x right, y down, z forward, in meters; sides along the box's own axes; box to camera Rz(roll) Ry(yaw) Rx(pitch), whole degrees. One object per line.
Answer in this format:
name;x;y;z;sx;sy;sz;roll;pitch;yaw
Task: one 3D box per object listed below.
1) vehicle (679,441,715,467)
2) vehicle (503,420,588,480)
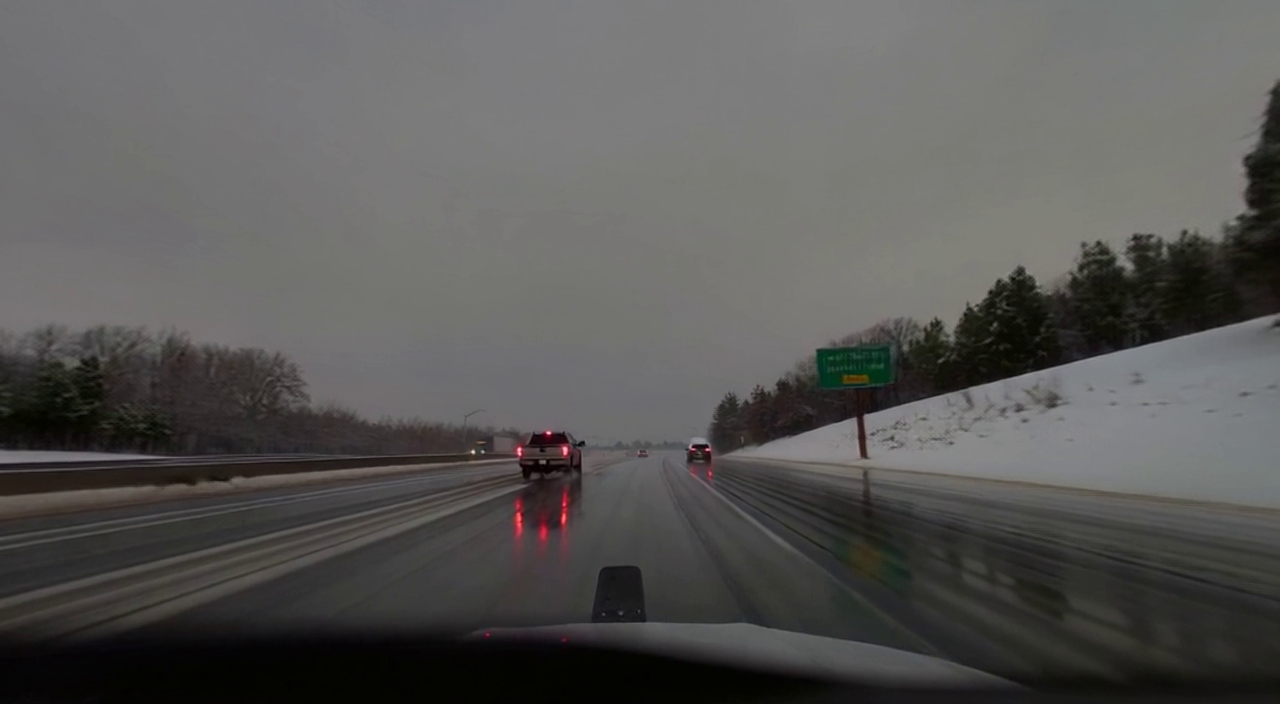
vehicle;3.827;6.901;42.825;2.095;1.668;4.135;0;-9;1
vehicle;-3.785;4.159;26.789;2.496;2.203;6.317;0;-9;1
